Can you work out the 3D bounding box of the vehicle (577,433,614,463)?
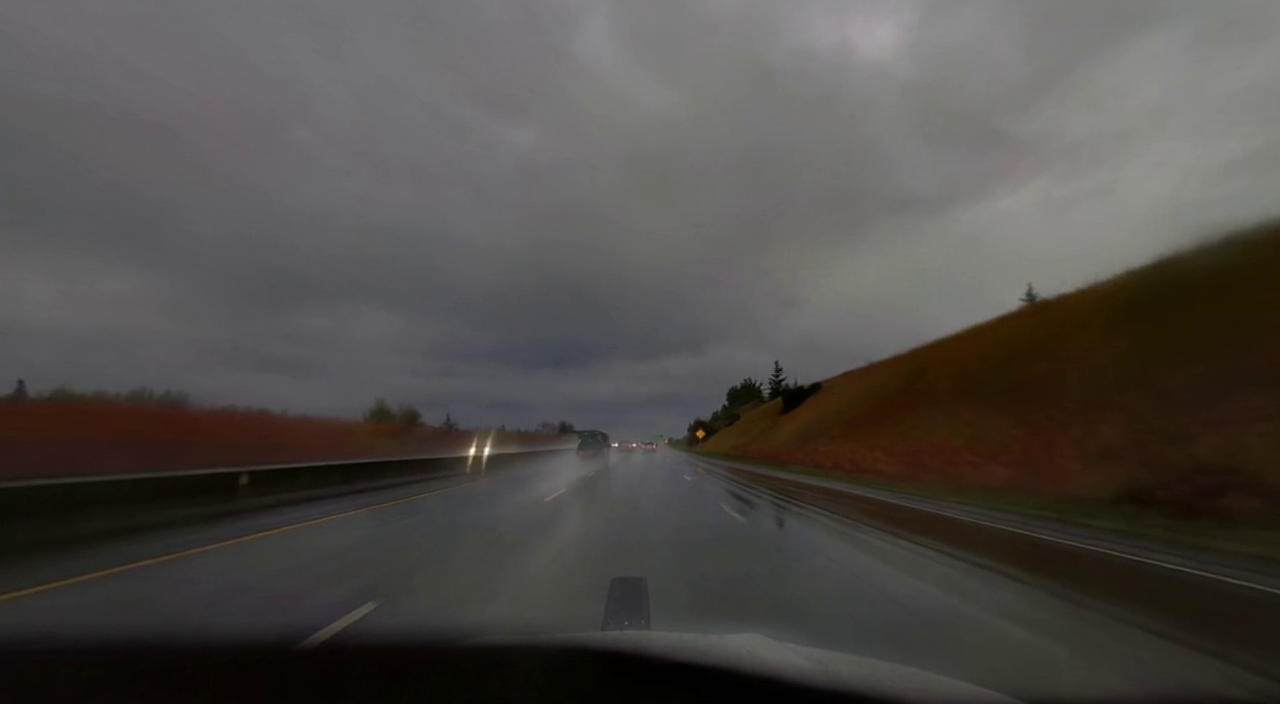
[{"bbox_3d":[-3.132,6.934,45.545,2.286,2.011,4.452,0,-8,1],"label":"vehicle"}]
